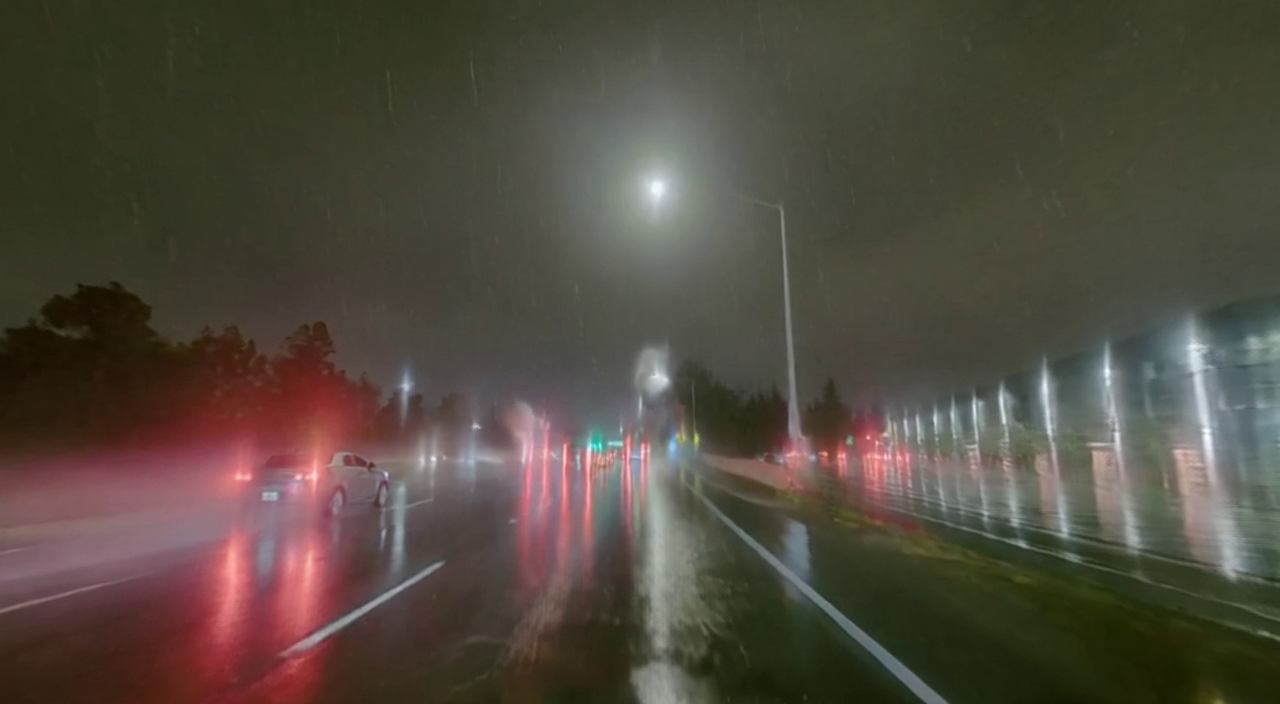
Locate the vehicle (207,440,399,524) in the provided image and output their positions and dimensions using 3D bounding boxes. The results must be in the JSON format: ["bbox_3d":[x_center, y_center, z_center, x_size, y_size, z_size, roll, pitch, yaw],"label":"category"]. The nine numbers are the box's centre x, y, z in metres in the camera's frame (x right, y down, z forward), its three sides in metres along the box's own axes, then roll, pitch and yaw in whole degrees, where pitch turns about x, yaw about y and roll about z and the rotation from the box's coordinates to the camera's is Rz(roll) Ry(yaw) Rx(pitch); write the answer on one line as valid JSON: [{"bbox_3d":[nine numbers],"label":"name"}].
[{"bbox_3d":[-7.745,2.988,15.127,2.071,1.661,4.540,-1,-8,0],"label":"vehicle"}]

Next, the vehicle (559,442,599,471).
[{"bbox_3d":[-3.983,6.915,41.880,2.158,1.717,4.375,-1,-8,1],"label":"vehicle"}]
